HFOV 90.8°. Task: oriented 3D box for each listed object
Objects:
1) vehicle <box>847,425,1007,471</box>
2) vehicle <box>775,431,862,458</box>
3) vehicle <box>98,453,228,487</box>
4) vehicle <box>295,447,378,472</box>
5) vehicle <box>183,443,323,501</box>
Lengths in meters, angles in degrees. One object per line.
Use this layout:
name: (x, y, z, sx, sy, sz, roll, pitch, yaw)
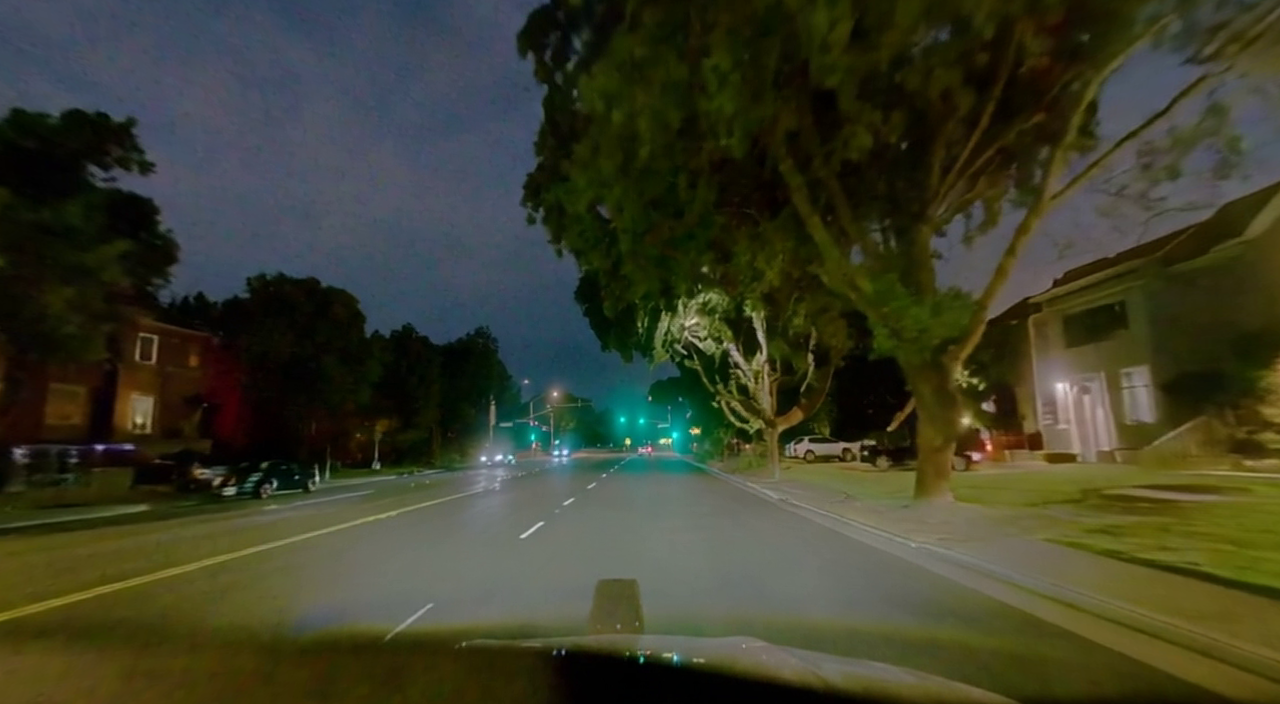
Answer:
vehicle: (10.060, 3.415, 22.438, 4.660, 1.513, 2.067, 0, -9, -1)
vehicle: (10.778, 5.633, 38.400, 4.675, 1.520, 1.925, 0, -9, 0)
vehicle: (-21.099, 5.233, 28.091, 4.284, 1.431, 1.811, 0, -9, 0)
vehicle: (-21.414, 7.575, 44.703, 4.723, 1.696, 2.082, 0, -8, 2)
vehicle: (-14.371, 4.436, 23.955, 2.008, 1.908, 5.305, 0, -9, -1)
